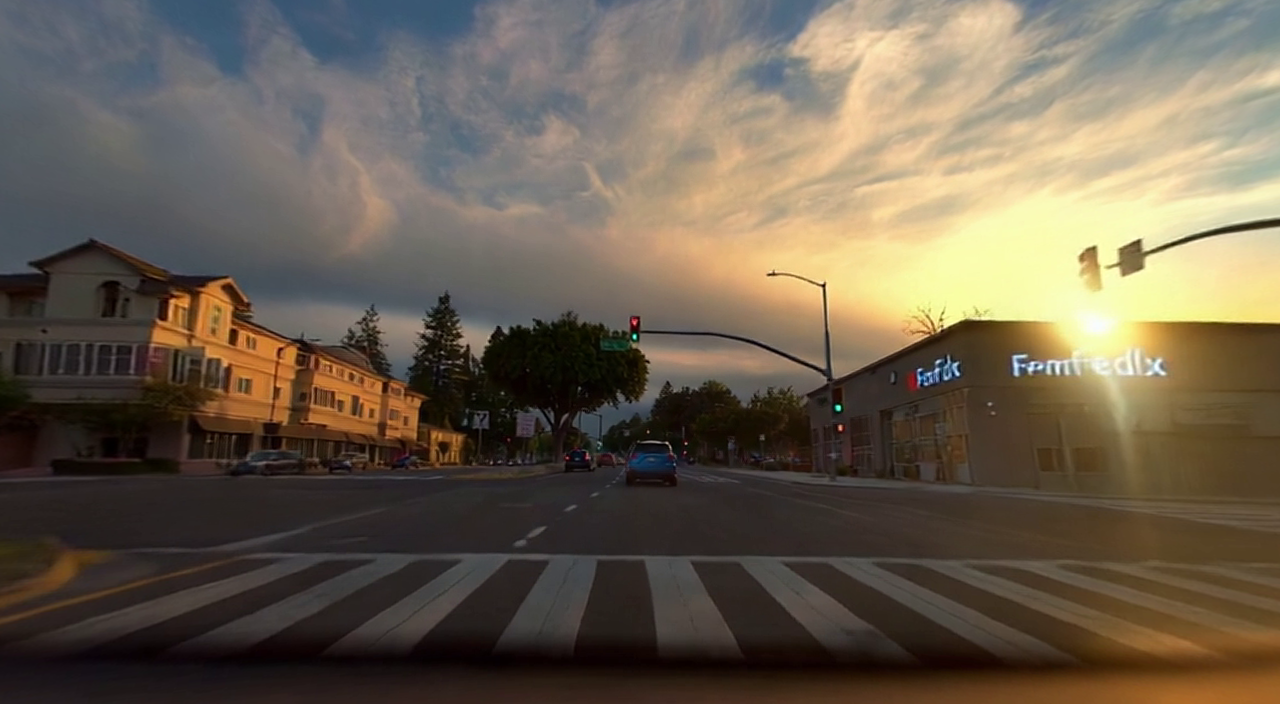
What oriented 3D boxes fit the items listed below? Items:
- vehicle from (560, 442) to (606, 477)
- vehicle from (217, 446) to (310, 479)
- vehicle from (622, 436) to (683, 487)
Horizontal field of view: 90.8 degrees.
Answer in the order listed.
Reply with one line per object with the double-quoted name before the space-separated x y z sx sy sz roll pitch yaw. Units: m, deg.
"vehicle" -3.216 6.175 36.630 2.202 1.856 4.516 0 -8 1
"vehicle" -19.660 5.773 33.305 1.948 1.586 4.962 0 -8 -1
"vehicle" 0.458 4.471 26.208 2.273 1.909 5.075 0 -8 0
